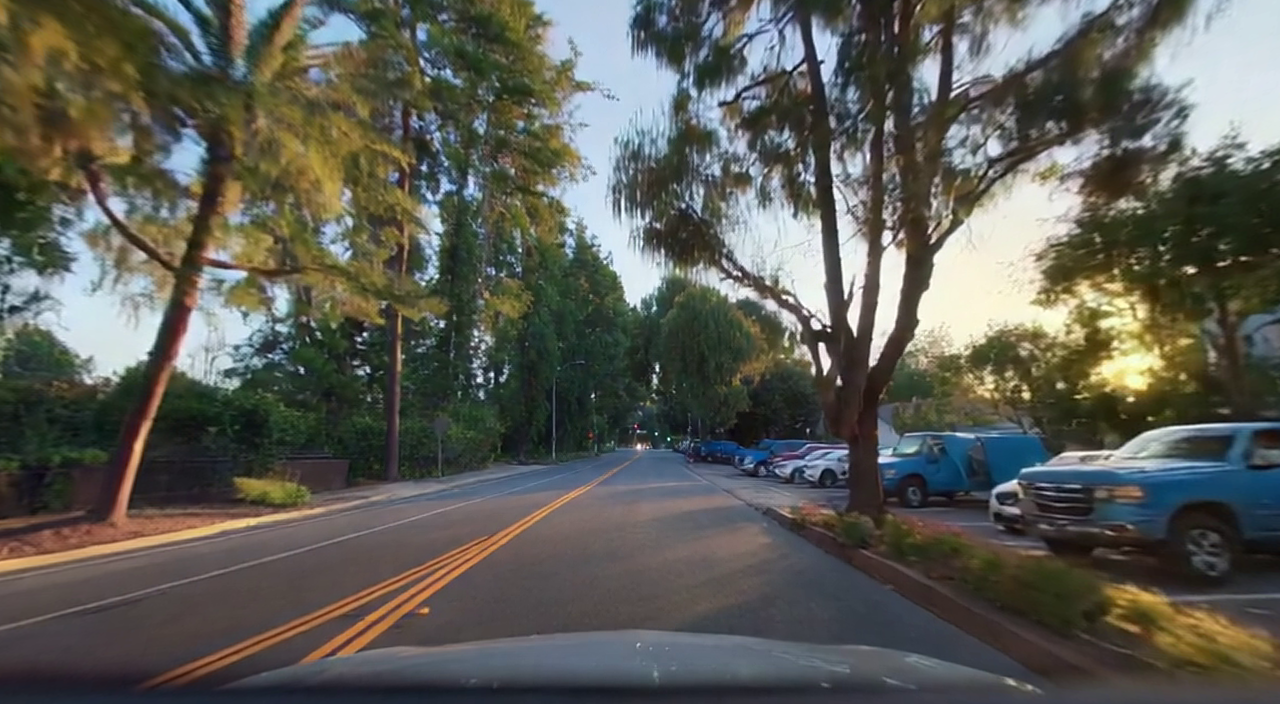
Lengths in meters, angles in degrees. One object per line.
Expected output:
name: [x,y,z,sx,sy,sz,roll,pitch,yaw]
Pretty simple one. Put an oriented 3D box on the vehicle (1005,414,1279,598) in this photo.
vehicle: [7.601,1.706,7.569,5.072,1.802,2.236,0,-8,-3]
